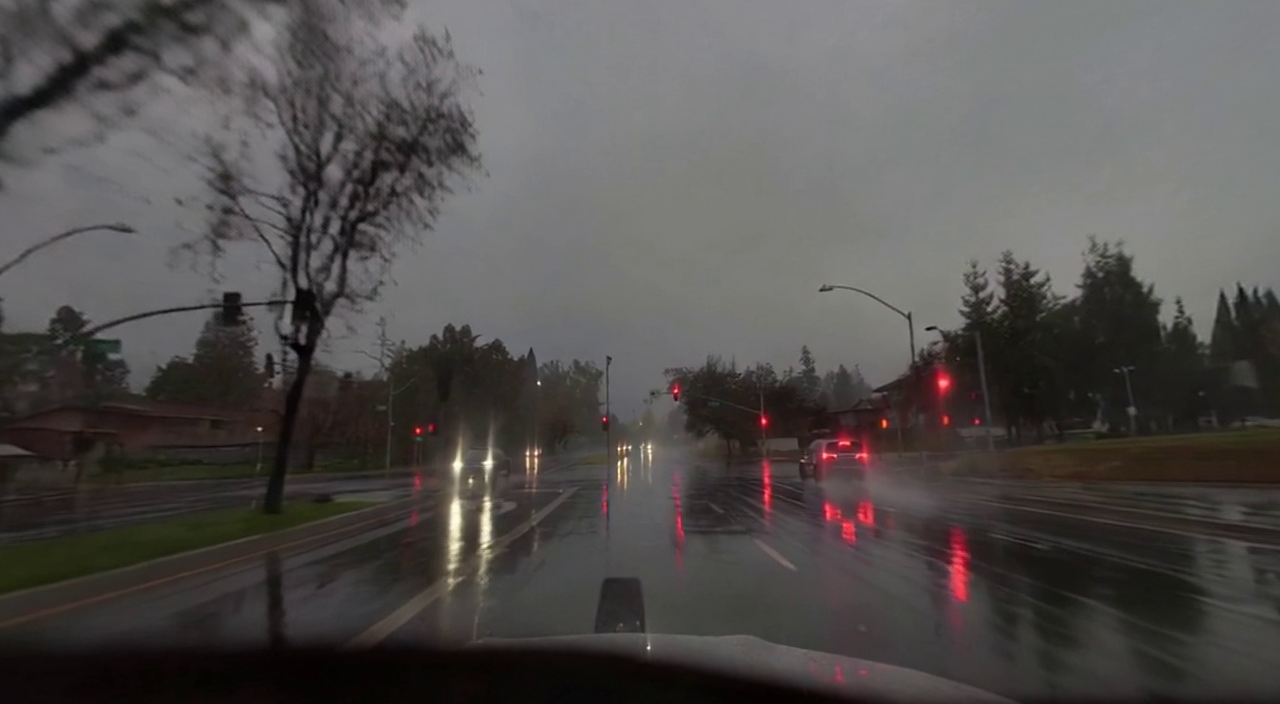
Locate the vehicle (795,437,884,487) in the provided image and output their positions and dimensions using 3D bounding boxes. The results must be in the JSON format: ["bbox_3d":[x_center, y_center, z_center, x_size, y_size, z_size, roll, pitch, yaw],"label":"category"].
[{"bbox_3d":[7.352,4.086,23.768,2.011,1.710,4.357,0,-9,2],"label":"vehicle"}]

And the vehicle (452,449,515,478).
[{"bbox_3d":[-9.420,6.609,37.831,2.065,1.477,4.519,3,-9,-37],"label":"vehicle"}]
